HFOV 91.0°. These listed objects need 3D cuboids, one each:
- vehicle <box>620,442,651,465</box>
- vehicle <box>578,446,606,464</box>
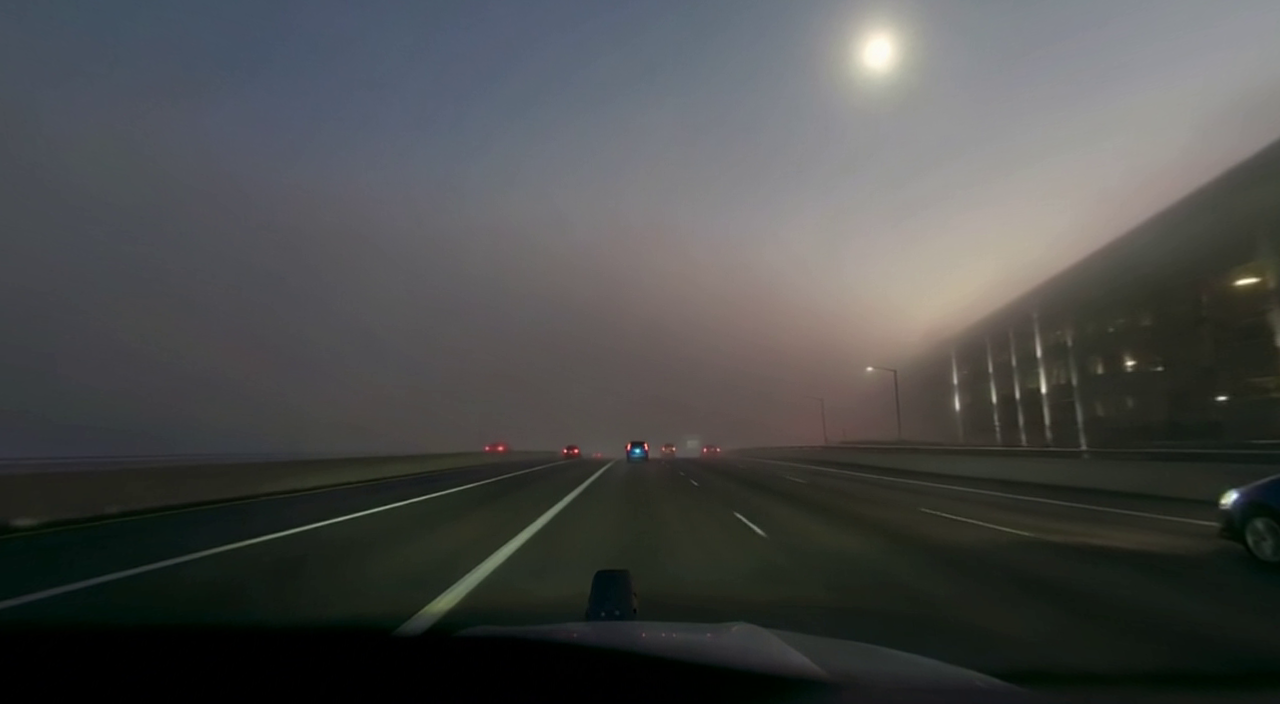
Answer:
[{"bbox_3d":[-0.285,6.907,43.001,2.036,1.542,3.891,0,-8,0],"label":"vehicle"},{"bbox_3d":[-3.710,8.048,49.380,1.825,1.347,3.773,0,-8,1],"label":"vehicle"}]
